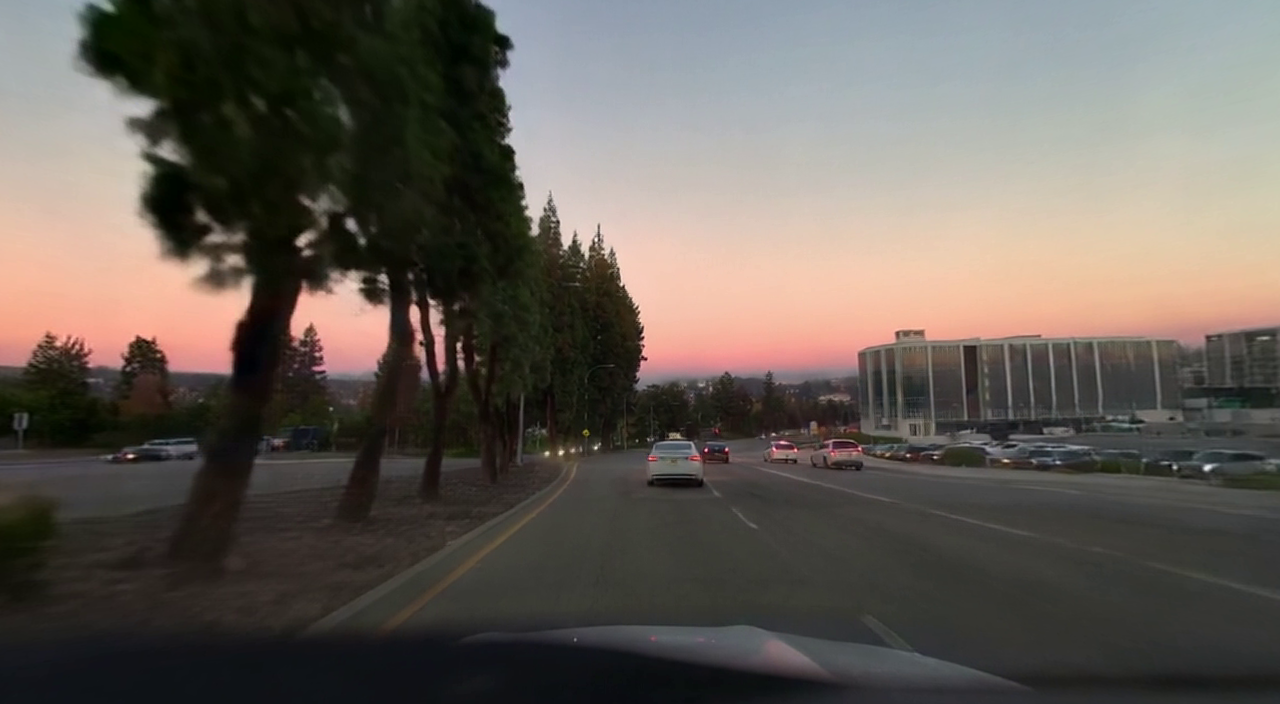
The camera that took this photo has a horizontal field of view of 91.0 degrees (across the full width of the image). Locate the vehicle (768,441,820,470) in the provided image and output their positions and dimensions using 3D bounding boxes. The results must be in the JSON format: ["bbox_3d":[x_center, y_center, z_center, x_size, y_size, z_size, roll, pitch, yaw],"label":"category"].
[{"bbox_3d":[8.534,5.780,35.246,1.928,1.488,4.361,0,-8,1],"label":"vehicle"}]

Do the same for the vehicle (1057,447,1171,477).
[{"bbox_3d":[23.176,5.376,30.994,1.658,1.363,4.223,2,-9,-16],"label":"vehicle"}]

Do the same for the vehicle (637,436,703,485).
[{"bbox_3d":[0.999,3.862,22.729,2.145,1.603,4.369,0,-8,1],"label":"vehicle"}]

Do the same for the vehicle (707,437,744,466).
[{"bbox_3d":[5.599,6.555,41.542,1.976,1.796,4.159,0,-8,2],"label":"vehicle"}]

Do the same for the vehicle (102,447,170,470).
[{"bbox_3d":[-36.513,7.703,45.741,1.880,1.535,4.620,2,-9,-12],"label":"vehicle"}]
